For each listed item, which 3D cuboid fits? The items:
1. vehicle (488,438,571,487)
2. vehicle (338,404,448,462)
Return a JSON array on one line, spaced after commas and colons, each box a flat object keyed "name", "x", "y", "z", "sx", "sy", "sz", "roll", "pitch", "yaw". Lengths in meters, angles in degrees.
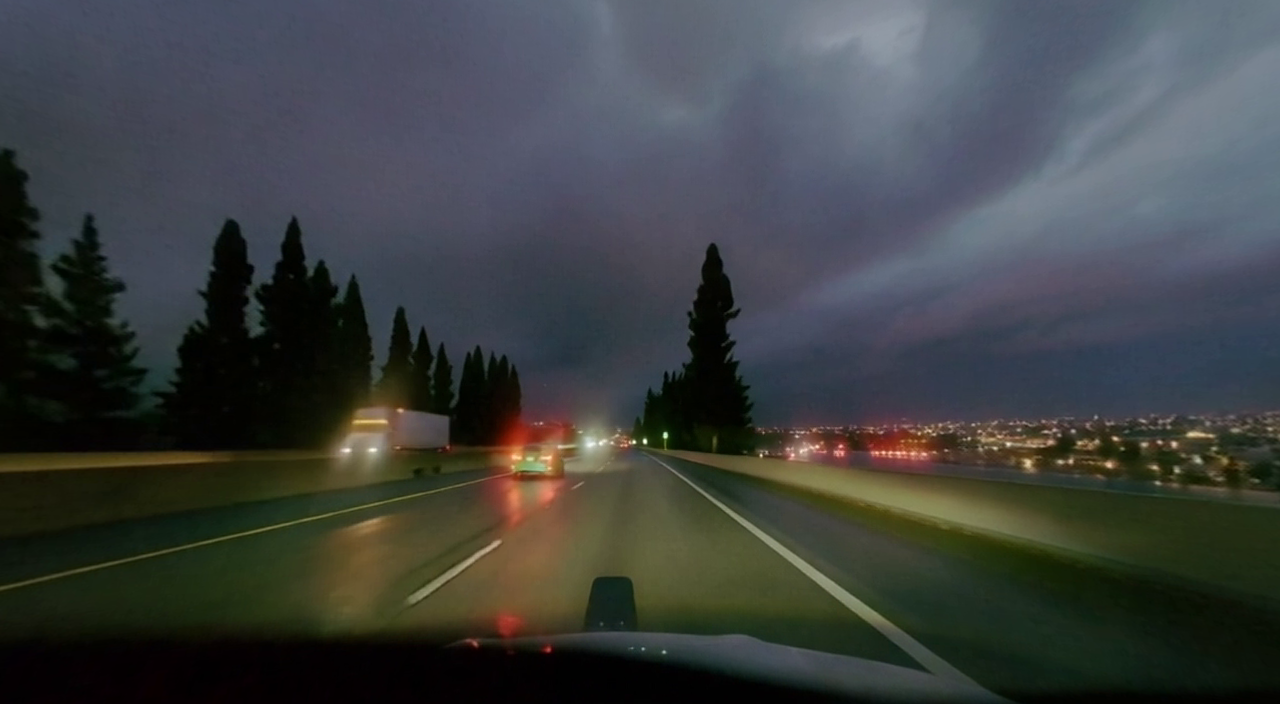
[{"name": "vehicle", "x": -3.863, "y": 3.967, "z": 22.937, "sx": 2.083, "sy": 1.560, "sz": 4.713, "roll": 0, "pitch": -9, "yaw": 1}, {"name": "vehicle", "x": -17.690, "y": 6.191, "z": 46.781, "sx": 2.973, "sy": 3.650, "sz": 13.844, "roll": 0, "pitch": -9, "yaw": -2}]
